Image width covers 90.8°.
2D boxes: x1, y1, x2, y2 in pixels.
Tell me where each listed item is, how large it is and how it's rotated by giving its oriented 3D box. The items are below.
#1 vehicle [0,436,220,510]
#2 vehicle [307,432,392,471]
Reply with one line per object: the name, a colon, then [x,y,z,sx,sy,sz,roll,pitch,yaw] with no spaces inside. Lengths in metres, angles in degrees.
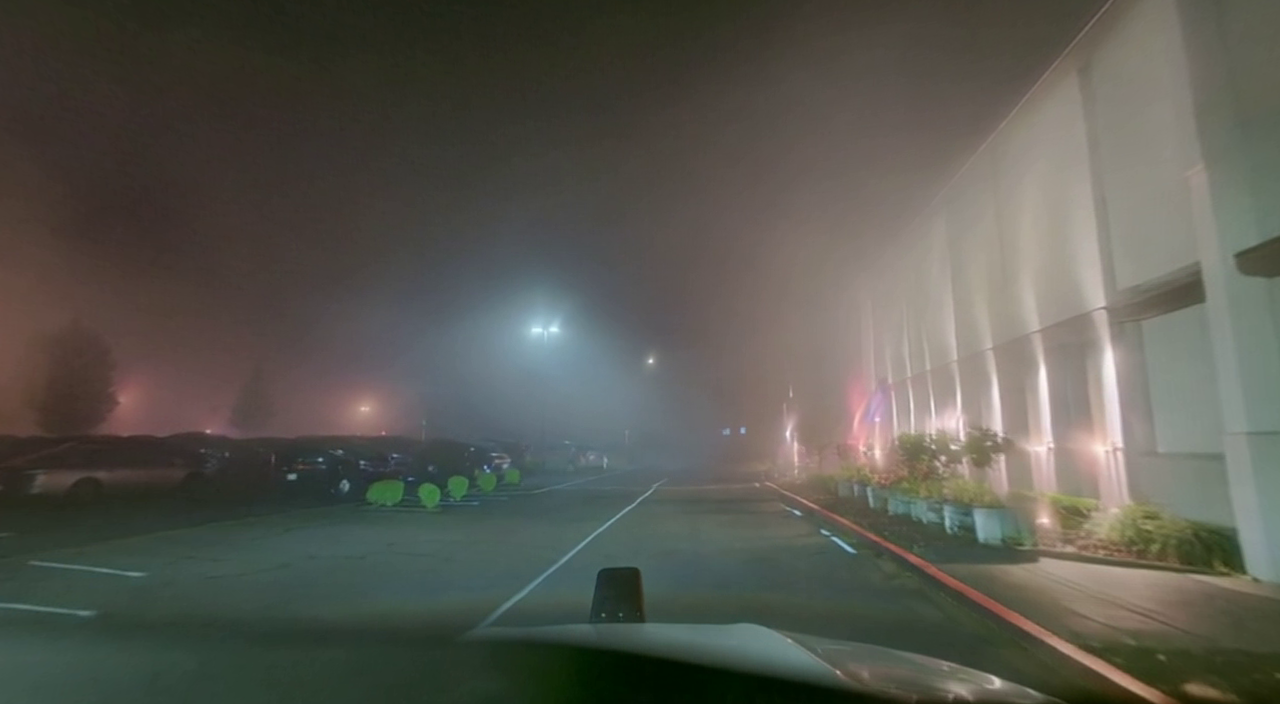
vehicle: [-12.513,2.750,14.871,1.847,1.443,4.484,-1,-9,6]
vehicle: [-15.640,5.390,34.308,1.972,1.923,4.535,-1,-9,7]
